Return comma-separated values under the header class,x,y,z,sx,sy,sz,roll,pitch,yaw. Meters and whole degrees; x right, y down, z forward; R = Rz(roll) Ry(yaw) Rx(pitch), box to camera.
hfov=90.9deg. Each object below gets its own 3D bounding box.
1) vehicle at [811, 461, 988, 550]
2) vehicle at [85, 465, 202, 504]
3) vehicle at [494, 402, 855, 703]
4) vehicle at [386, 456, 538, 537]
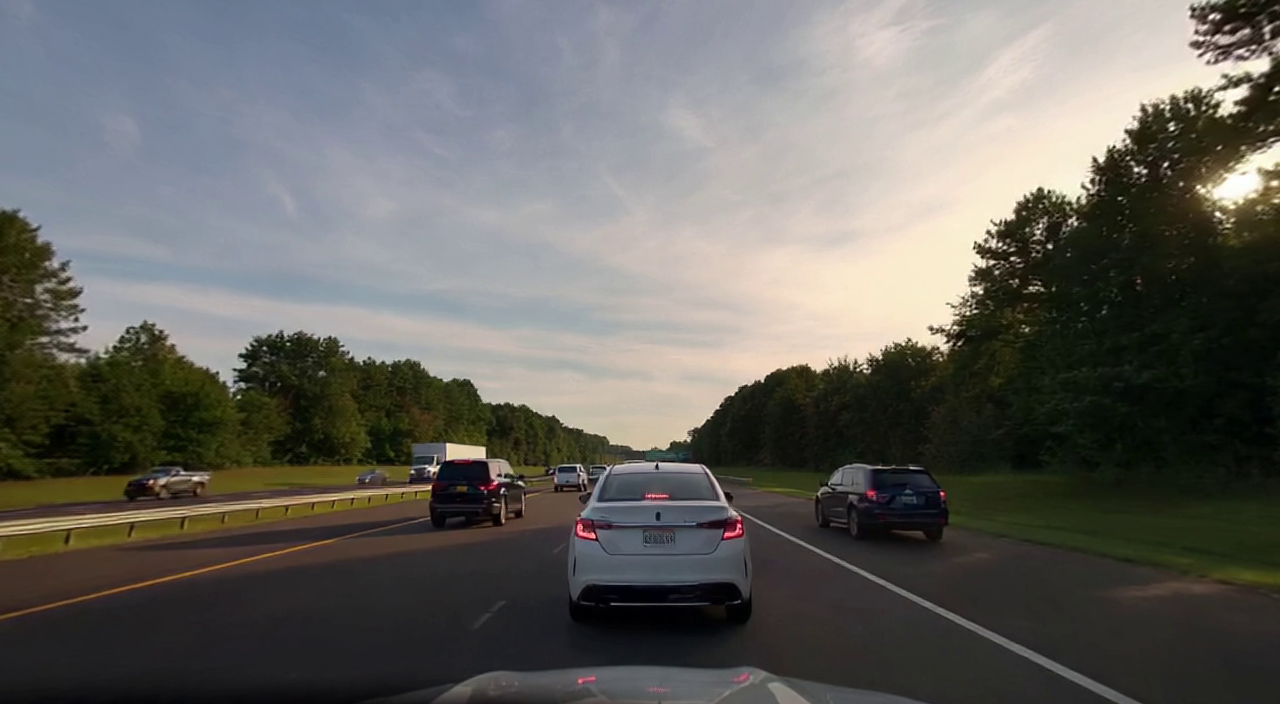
class,x,y,z,sx,sy,sz,roll,pitch,yaw
vehicle,4.997,3.015,12.871,1.978,1.472,4.022,0,-11,1
vehicle,-24.095,6.416,30.826,1.999,1.733,4.392,0,-11,1
vehicle,0.177,1.550,5.768,2.057,1.725,4.126,1,-11,-1
vehicle,-3.778,3.206,14.409,1.960,1.502,4.593,0,-11,2
